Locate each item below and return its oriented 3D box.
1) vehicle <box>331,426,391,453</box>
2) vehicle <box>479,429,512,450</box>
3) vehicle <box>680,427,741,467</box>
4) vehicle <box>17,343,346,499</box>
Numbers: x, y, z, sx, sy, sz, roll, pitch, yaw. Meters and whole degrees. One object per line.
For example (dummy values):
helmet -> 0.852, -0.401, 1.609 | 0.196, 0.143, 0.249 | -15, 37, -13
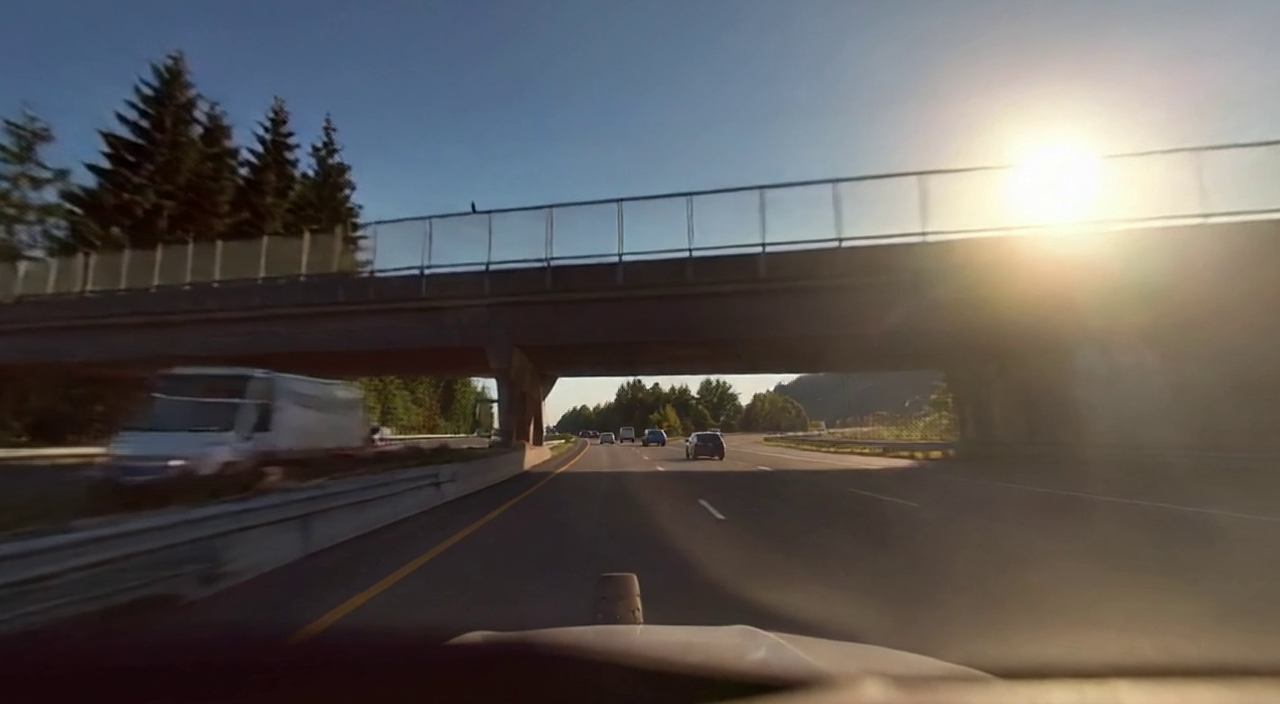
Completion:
vehicle -> -18.020, 5.665, 40.974 | 2.132, 1.676, 4.466 | 0, -8, -4
vehicle -> -10.819, 6.563, 47.324 | 1.729, 1.450, 3.703 | 0, -8, -3
vehicle -> 2.937, 4.037, 27.075 | 1.938, 1.578, 3.764 | 0, -8, -3
vehicle -> -9.365, 1.611, 14.204 | 2.262, 2.615, 7.071 | 0, -8, -2
